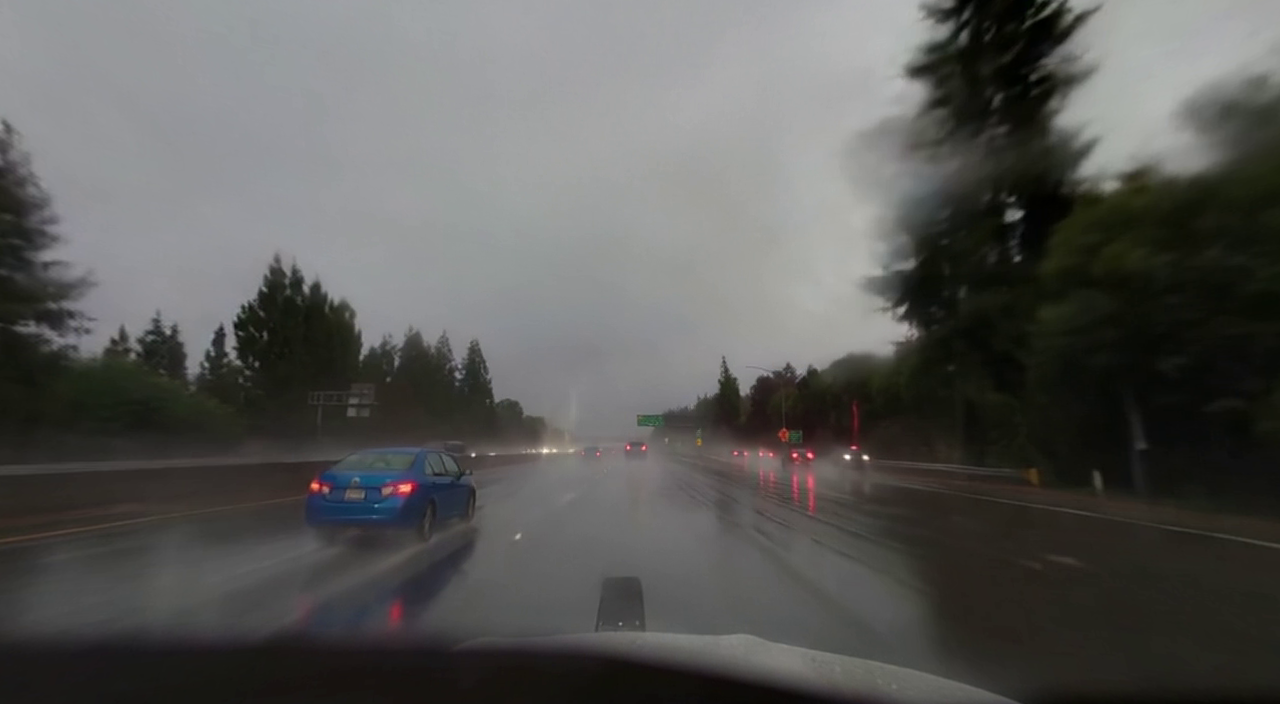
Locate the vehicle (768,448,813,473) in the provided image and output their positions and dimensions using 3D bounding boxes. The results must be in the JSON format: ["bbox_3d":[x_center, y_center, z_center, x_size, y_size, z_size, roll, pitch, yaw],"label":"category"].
[{"bbox_3d":[9.637,6.947,40.774,1.940,1.496,4.992,-1,-9,3],"label":"vehicle"}]

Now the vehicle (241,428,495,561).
[{"bbox_3d":[-3.707,2.010,9.613,2.020,1.554,4.137,0,-9,0],"label":"vehicle"}]

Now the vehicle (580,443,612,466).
[{"bbox_3d":[-3.436,8.093,49.838,2.206,1.683,4.300,0,-9,0],"label":"vehicle"}]

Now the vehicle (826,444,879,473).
[{"bbox_3d":[14.259,7.186,42.737,2.278,1.816,5.666,-1,-9,7],"label":"vehicle"}]
